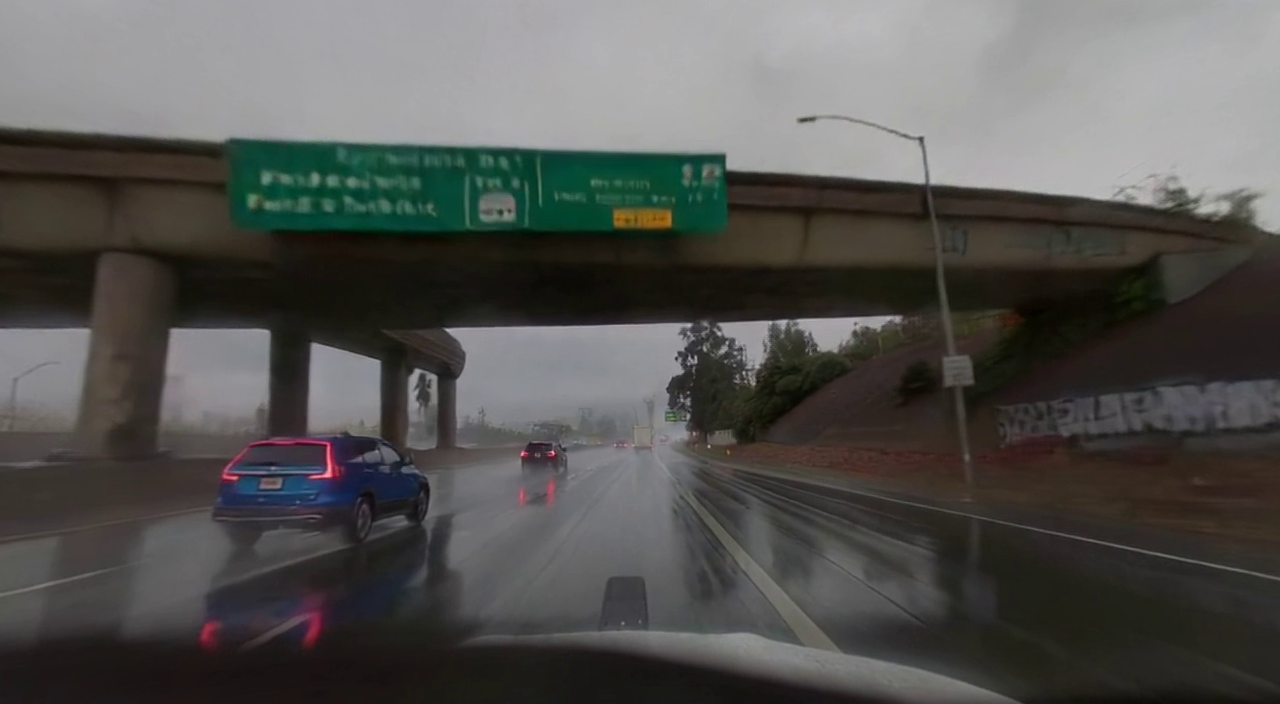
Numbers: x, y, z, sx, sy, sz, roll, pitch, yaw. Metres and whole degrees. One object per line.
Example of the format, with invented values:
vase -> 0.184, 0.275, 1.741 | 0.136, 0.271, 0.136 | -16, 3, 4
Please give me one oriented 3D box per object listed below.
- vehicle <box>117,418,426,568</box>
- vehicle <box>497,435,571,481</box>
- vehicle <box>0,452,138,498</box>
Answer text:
vehicle -> -4.747, 1.843, 8.953 | 1.969, 1.633, 3.962 | 0, -8, 0
vehicle -> -4.164, 4.239, 25.364 | 2.154, 1.693, 4.394 | 0, -8, 1
vehicle -> -20.470, 4.280, 22.231 | 1.848, 1.427, 4.202 | 0, -8, 1
